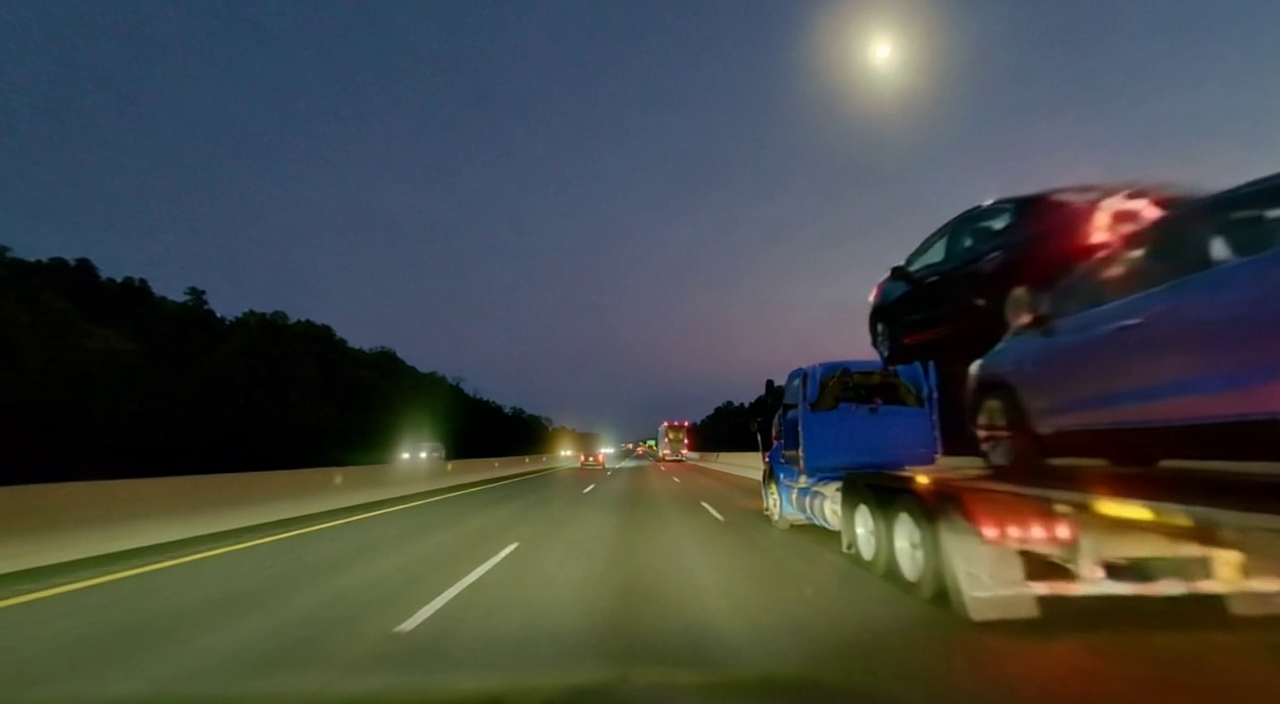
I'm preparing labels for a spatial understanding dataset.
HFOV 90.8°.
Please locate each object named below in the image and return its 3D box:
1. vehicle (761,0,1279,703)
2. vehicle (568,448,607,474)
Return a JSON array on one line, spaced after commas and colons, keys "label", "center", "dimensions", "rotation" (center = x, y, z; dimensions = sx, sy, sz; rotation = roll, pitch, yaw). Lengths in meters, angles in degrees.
[{"label": "vehicle", "center": [3.724, 0.384, 6.364], "dimensions": [3.046, 3.762, 9.803], "rotation": [0, -9, 0]}, {"label": "vehicle", "center": [-3.317, 6.974, 40.614], "dimensions": [2.091, 1.522, 4.301], "rotation": [0, -9, 0]}]
